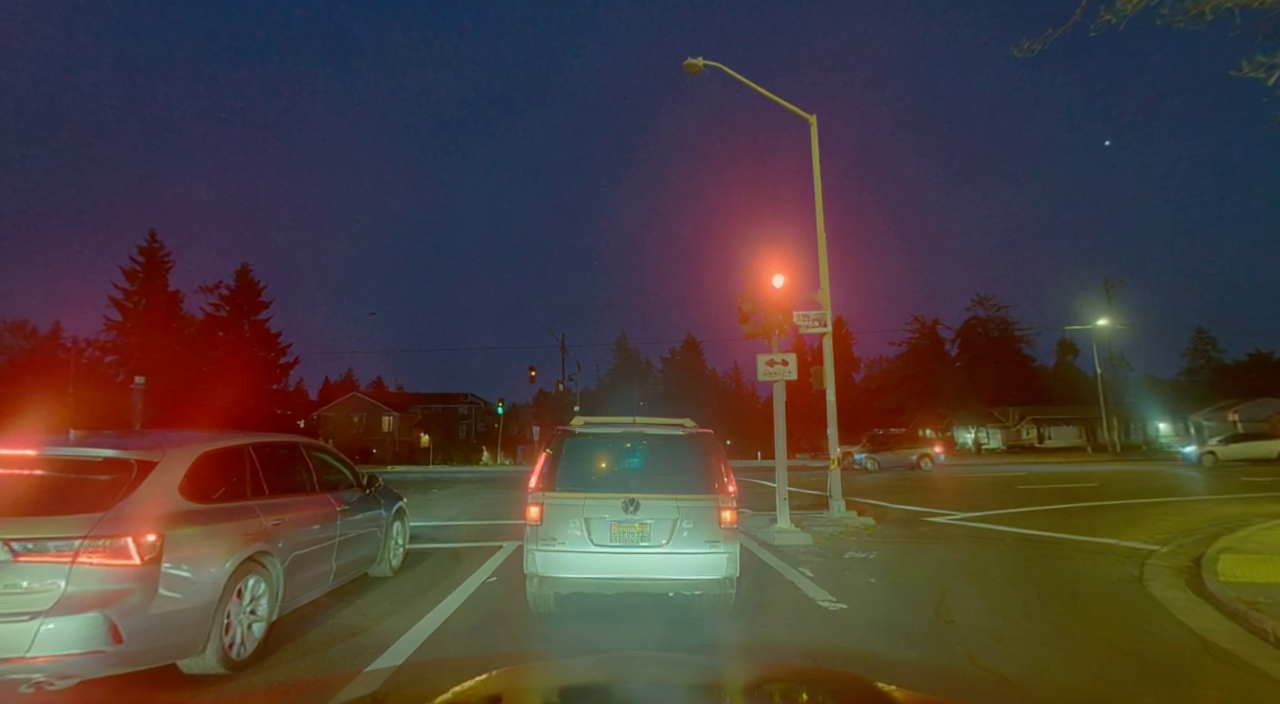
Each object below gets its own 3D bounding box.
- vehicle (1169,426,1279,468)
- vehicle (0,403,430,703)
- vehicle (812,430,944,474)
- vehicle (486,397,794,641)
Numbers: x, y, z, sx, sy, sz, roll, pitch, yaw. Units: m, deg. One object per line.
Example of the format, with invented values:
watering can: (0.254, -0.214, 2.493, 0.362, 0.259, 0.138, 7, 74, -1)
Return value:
vehicle: (24.700, 3.841, 25.535, 4.670, 1.616, 1.926, -1, -9, 6)
vehicle: (-3.294, 1.278, 4.719, 2.035, 1.492, 4.415, 0, -9, -2)
vehicle: (10.061, 4.274, 27.078, 4.887, 1.769, 2.035, -1, -9, 6)
vehicle: (-0.140, 1.472, 6.564, 2.154, 1.670, 4.140, 1, -9, -4)
